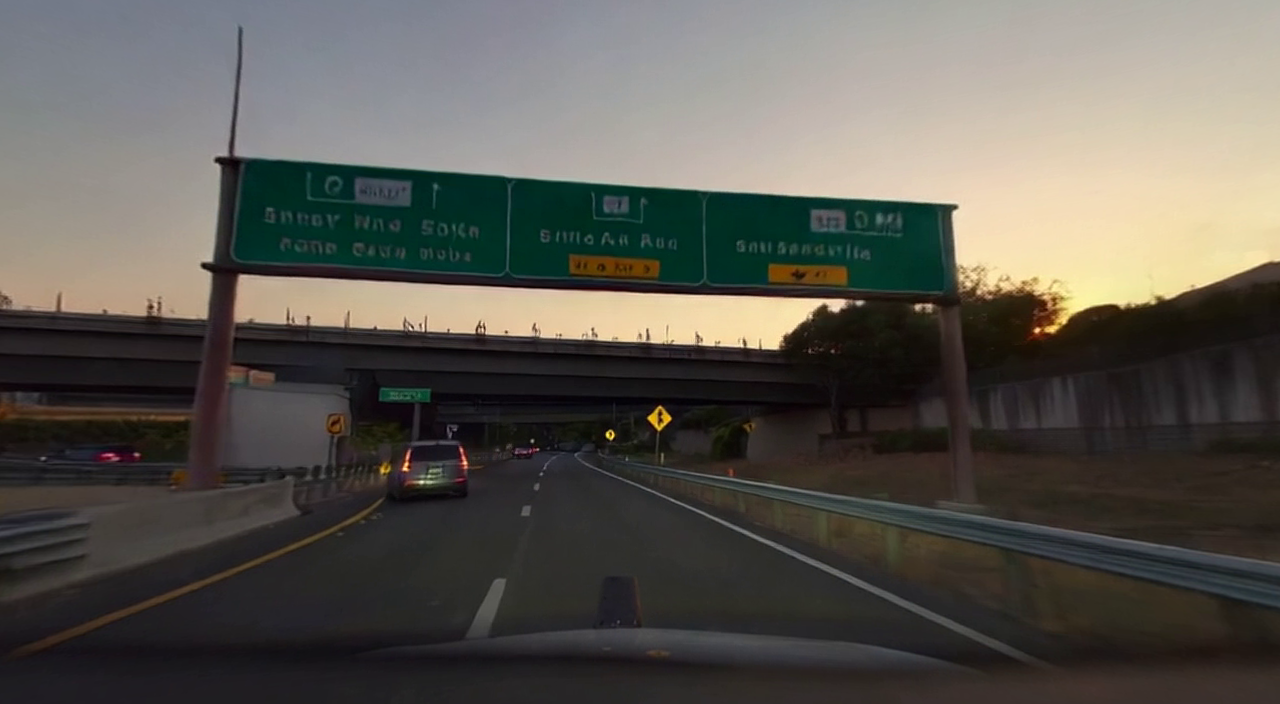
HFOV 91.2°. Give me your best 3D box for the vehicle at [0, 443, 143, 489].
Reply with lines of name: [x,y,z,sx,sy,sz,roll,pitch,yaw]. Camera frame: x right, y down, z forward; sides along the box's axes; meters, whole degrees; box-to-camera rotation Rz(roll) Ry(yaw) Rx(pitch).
vehicle: [-20.482,4.007,22.232,4.278,1.505,2.018,-2,-9,10]

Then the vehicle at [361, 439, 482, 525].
vehicle: [-4.562,2.615,13.215,2.006,1.486,3.950,3,-9,-19]
